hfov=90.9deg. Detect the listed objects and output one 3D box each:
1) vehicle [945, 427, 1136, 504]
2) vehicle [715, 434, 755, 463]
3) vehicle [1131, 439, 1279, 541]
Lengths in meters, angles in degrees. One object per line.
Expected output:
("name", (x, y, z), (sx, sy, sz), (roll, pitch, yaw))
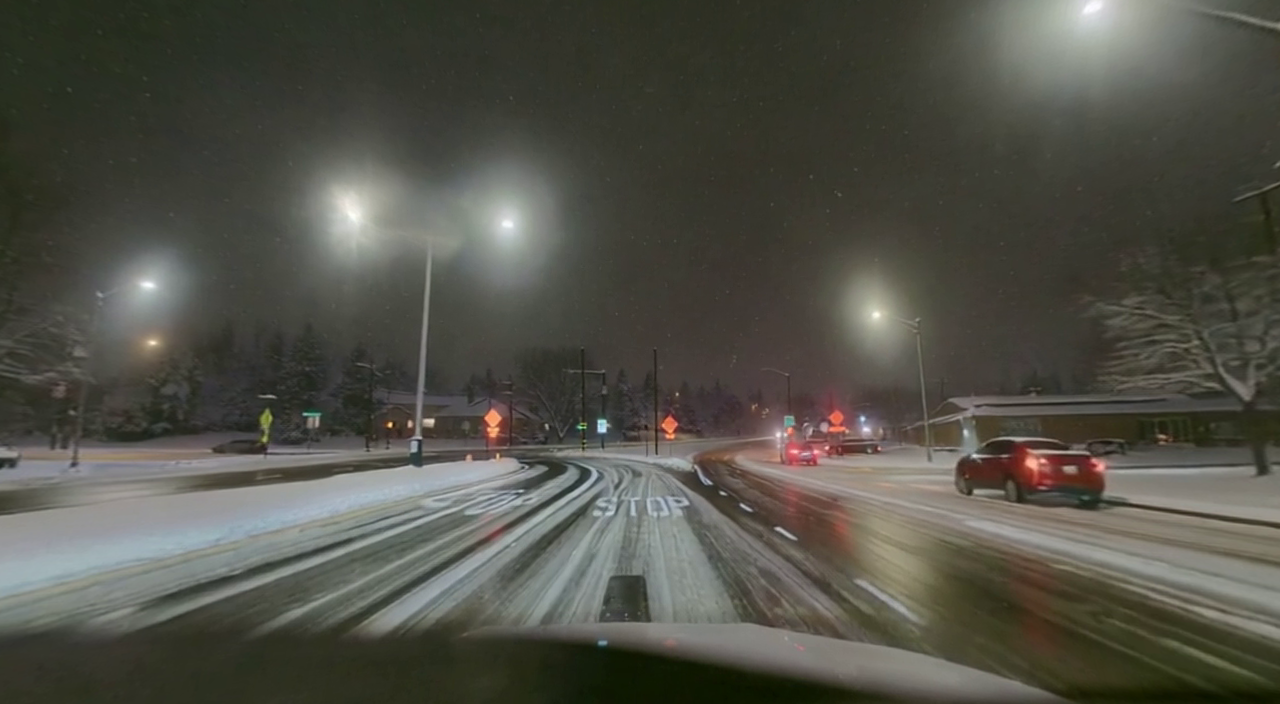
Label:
("vehicle", (10.471, 3.005, 17.092), (1.961, 1.754, 4.889), (0, -9, 0))
("vehicle", (6.182, 6.337, 41.567), (2.150, 1.779, 4.423), (-1, -9, 3))
("vehicle", (10.361, 2.073, 9.595), (2.000, 1.487, 4.548), (0, -9, -2))
